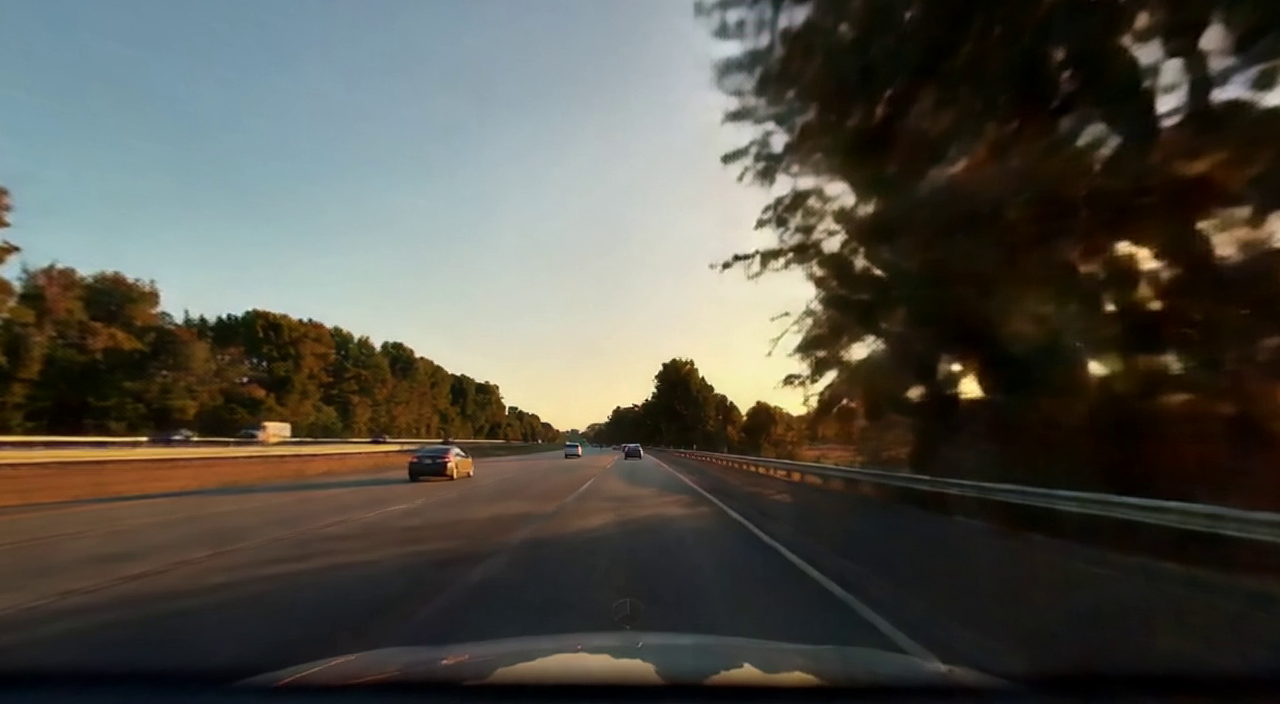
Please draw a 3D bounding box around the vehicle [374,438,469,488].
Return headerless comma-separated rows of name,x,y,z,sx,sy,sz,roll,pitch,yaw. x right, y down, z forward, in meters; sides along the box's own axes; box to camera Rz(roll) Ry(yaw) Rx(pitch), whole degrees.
vehicle,-7.567,3.853,22.264,1.972,1.603,3.891,0,-8,0
